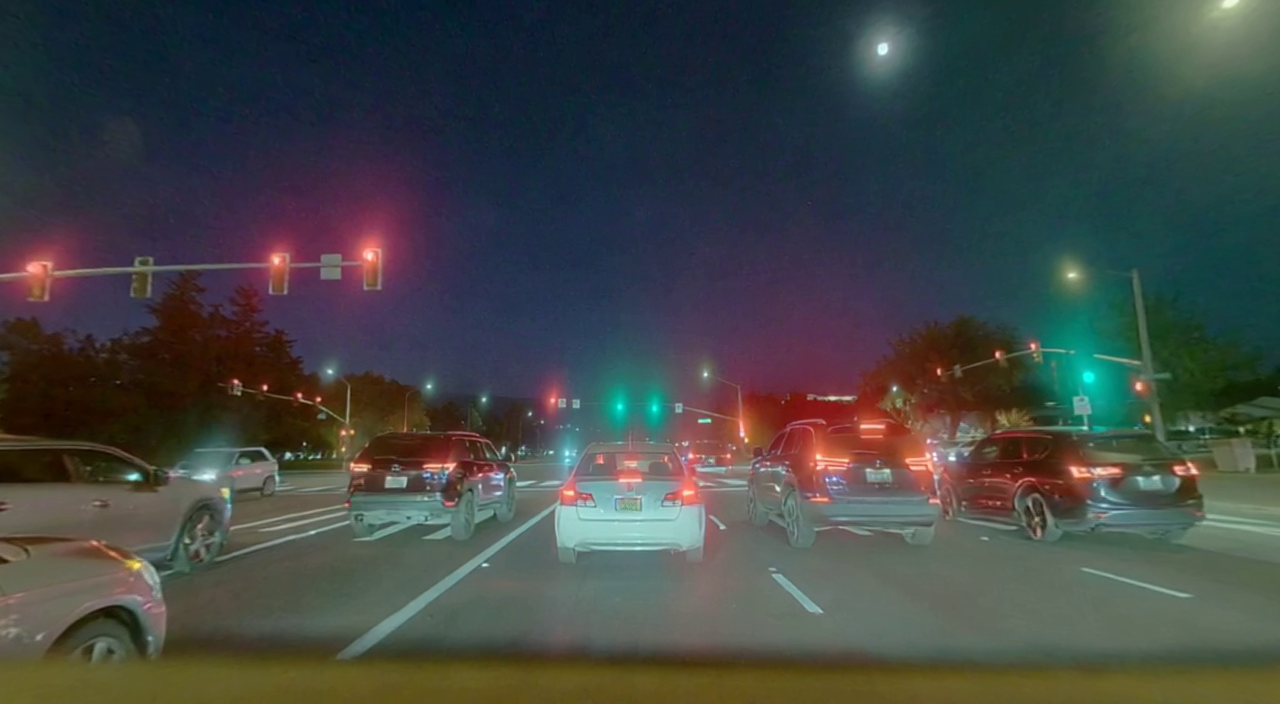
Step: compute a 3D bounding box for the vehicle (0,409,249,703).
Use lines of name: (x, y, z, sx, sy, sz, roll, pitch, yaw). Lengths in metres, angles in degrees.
vehicle: (-3.168, 0.789, 1.165, 2.045, 1.463, 4.490, 0, -8, 0)

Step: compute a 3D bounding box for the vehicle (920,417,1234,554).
vehicle: (6.468, 1.999, 10.123, 1.945, 1.706, 4.190, 0, -8, -1)

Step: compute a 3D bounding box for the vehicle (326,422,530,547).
vehicle: (-3.320, 2.156, 10.955, 2.033, 1.714, 4.278, 0, -8, 0)

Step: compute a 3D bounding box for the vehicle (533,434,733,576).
vehicle: (-0.106, 1.908, 8.677, 2.098, 1.461, 3.958, 0, -8, -1)

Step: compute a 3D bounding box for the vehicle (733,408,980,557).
vehicle: (2.954, 1.897, 9.898, 2.138, 1.778, 4.422, 0, -8, -2)
